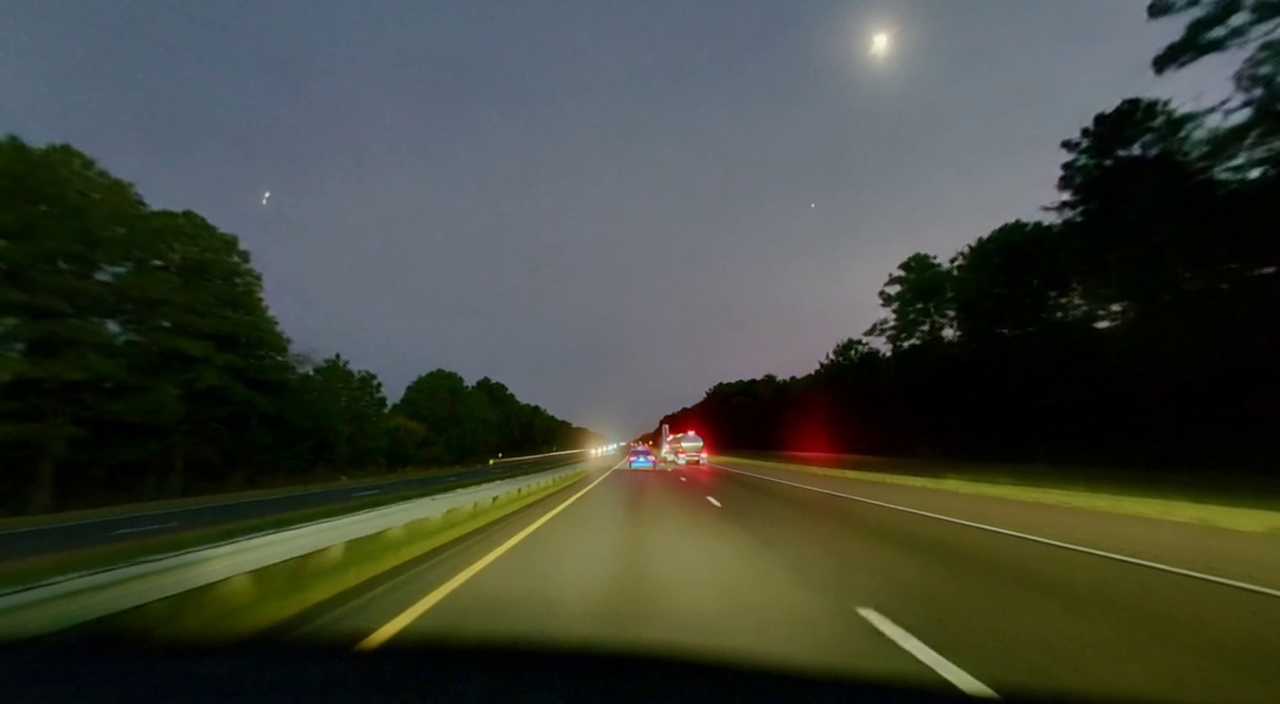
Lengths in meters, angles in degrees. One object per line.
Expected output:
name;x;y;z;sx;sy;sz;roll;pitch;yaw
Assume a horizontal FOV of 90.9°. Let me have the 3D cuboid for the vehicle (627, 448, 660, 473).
vehicle;0.222;6.630;38.657;1.926;1.386;3.615;0;-9;0
